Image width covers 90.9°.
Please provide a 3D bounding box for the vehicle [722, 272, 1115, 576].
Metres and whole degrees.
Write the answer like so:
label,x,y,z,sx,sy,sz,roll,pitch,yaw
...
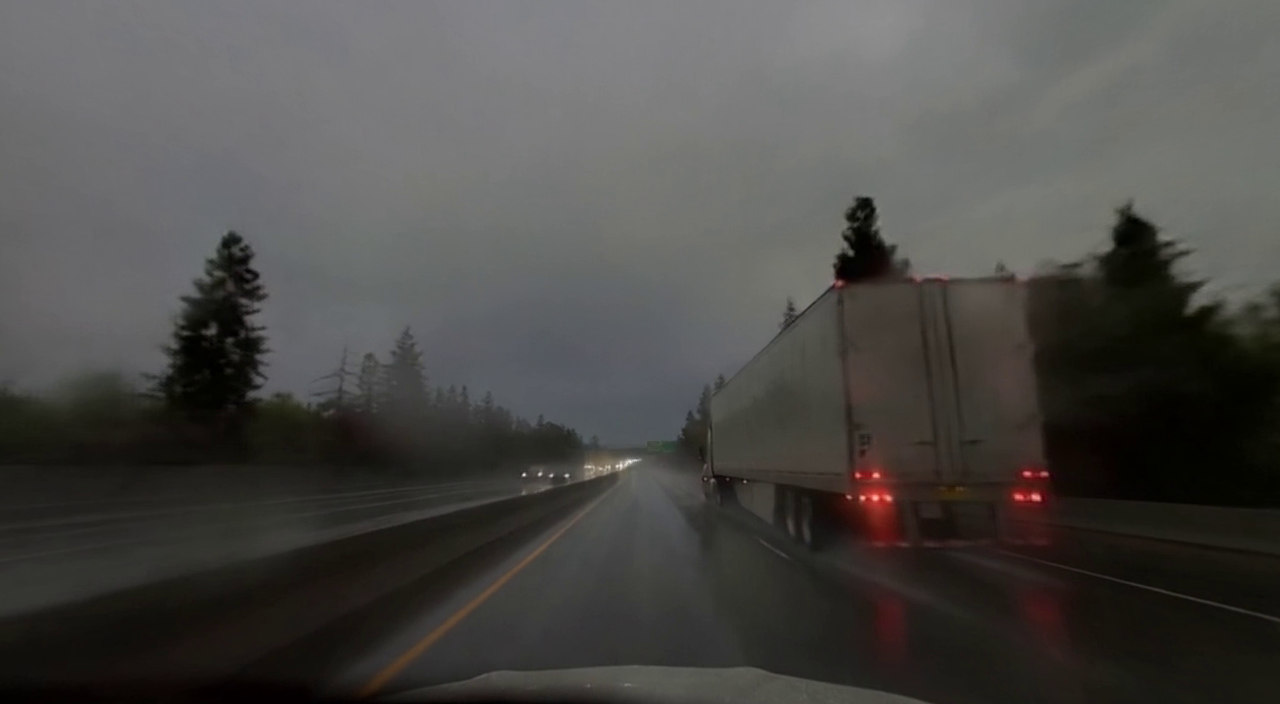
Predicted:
label,x,y,z,sx,sy,sz,roll,pitch,yaw
vehicle,4.547,2.107,15.161,3.204,4.102,13.306,1,-10,-1
